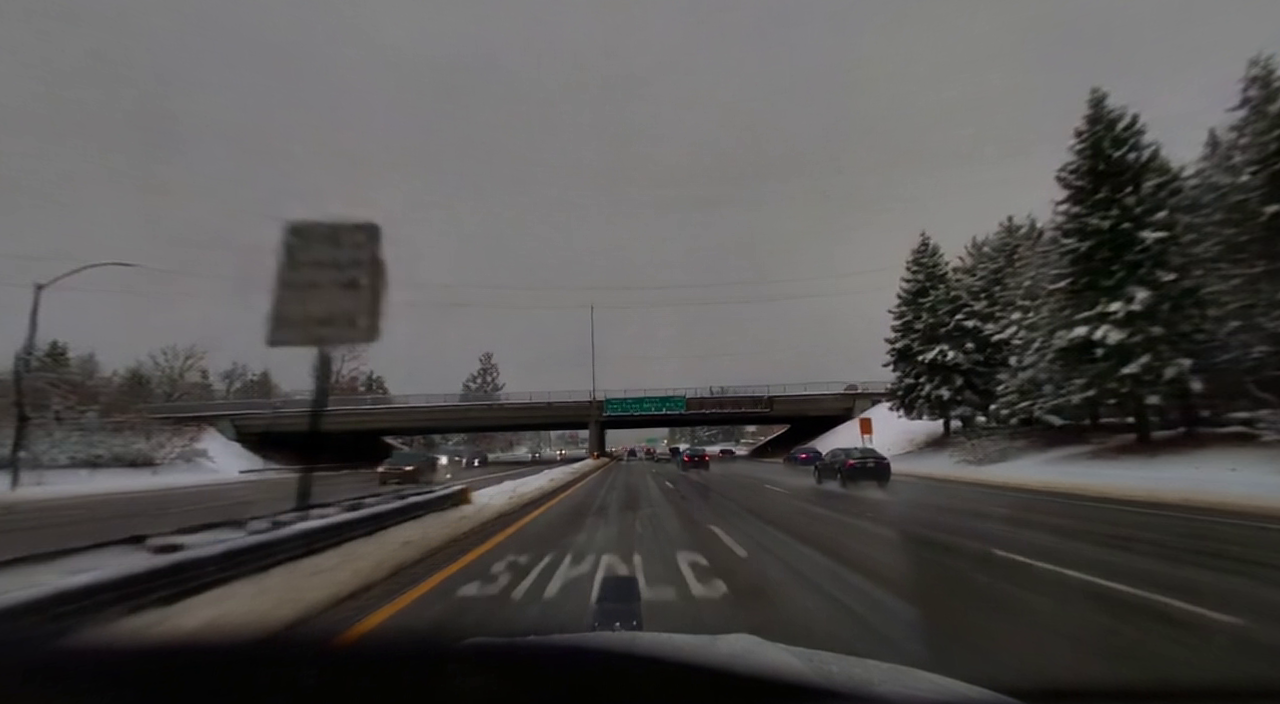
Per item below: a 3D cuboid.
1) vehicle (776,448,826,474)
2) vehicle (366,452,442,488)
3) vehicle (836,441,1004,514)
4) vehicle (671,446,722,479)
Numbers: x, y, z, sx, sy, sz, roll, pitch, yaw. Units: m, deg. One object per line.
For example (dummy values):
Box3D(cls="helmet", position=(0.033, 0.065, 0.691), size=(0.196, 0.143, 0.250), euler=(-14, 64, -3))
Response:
Box3D(cls="vehicle", position=(9.752, 6.614, 38.578), size=(1.838, 1.440, 4.121), euler=(0, -9, -2))
Box3D(cls="vehicle", position=(-10.506, 5.278, 28.490), size=(1.836, 1.464, 4.041), euler=(0, -9, 1))
Box3D(cls="vehicle", position=(6.560, 2.974, 15.485), size=(1.952, 1.489, 4.483), euler=(0, -9, -2))
Box3D(cls="vehicle", position=(2.795, 5.594, 32.192), size=(1.993, 1.507, 4.594), euler=(0, -9, -2))
